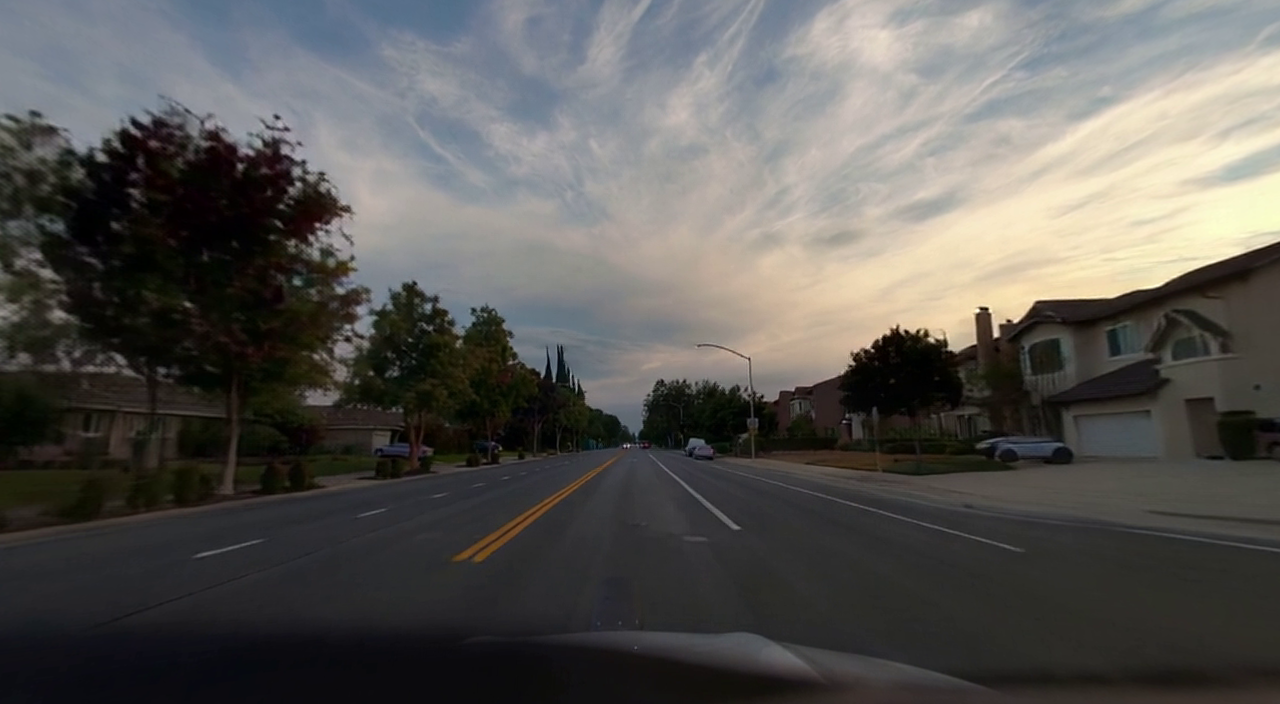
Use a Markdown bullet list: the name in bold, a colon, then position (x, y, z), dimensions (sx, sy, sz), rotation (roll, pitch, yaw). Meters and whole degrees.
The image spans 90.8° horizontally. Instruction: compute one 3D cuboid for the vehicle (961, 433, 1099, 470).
- **vehicle**: position (16.652, 4.282, 27.189), dimensions (4.443, 1.497, 2.168), rotation (0, -8, 2)
